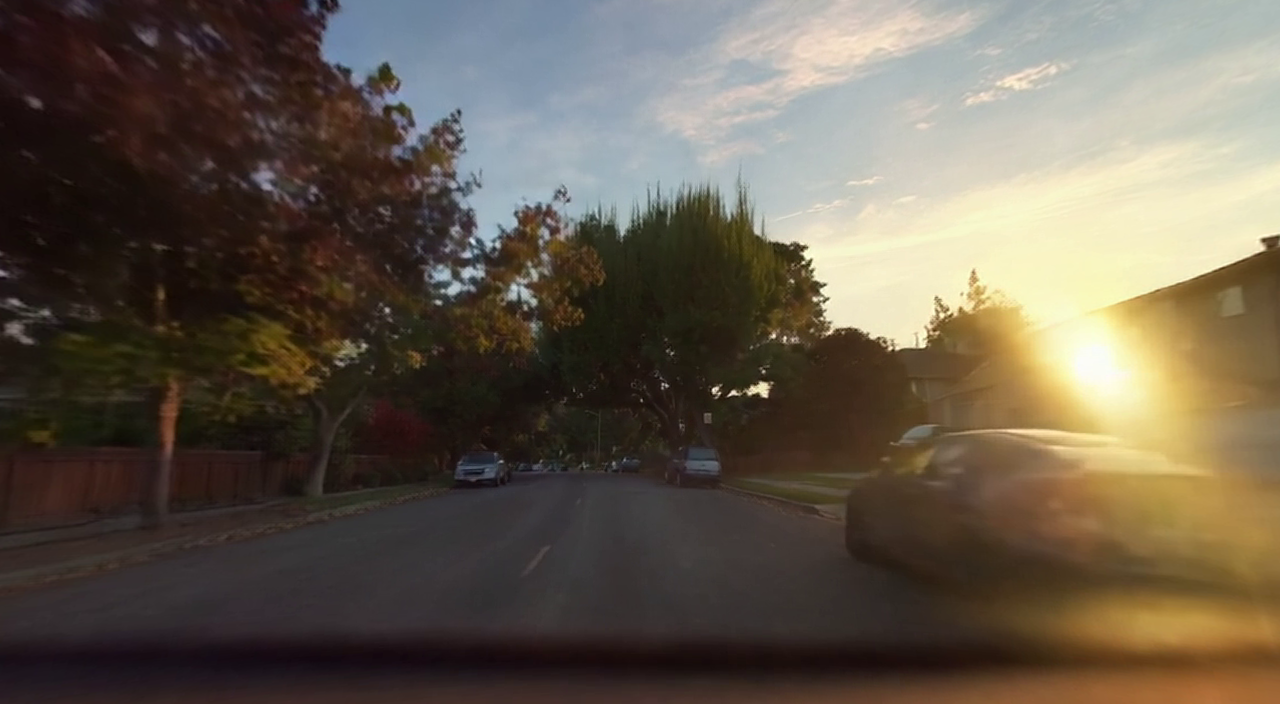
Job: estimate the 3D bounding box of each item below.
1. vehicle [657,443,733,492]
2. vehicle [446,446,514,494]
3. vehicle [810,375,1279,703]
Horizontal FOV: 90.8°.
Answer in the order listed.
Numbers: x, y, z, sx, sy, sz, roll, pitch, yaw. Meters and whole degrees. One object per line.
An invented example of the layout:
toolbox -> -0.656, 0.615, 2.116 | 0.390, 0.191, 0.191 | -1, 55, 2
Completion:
vehicle -> 2.116, 4.613, 25.665 | 2.163, 1.742, 4.239 | 1, -8, -8
vehicle -> -6.664, 4.915, 26.754 | 2.051, 1.575, 4.581 | -2, -7, -5
vehicle -> 3.330, 1.336, 5.848 | 1.990, 1.753, 4.783 | 0, -8, -2
